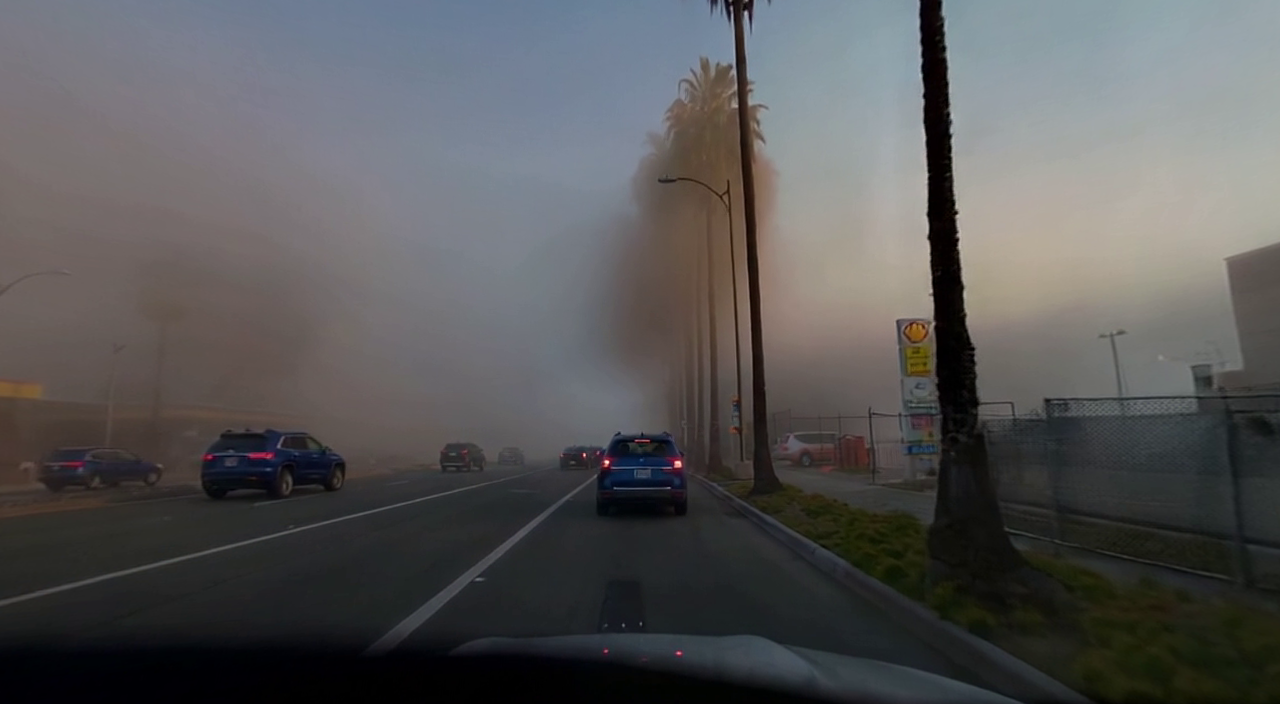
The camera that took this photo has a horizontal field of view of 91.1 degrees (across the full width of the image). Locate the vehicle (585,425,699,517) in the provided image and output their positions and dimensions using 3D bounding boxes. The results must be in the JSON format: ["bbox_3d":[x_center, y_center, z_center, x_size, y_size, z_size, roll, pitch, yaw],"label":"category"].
[{"bbox_3d":[0.067,2.533,13.791,2.121,1.710,3.893,0,-9,1],"label":"vehicle"}]

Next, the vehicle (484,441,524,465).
[{"bbox_3d":[-10.471,7.808,48.768,1.998,1.731,4.952,0,-8,0],"label":"vehicle"}]

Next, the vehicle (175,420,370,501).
[{"bbox_3d":[-10.016,3.011,17.852,2.269,1.934,5.350,0,-9,0],"label":"vehicle"}]

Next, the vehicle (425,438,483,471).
[{"bbox_3d":[-10.588,5.851,36.055,1.965,1.743,4.327,0,-8,1],"label":"vehicle"}]

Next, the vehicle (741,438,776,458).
[{"bbox_3d":[9.130,7.441,48.779,1.929,1.496,4.245,0,-9,0],"label":"vehicle"}]

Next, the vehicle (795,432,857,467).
[{"bbox_3d":[8.221,4.273,27.575,1.837,1.416,3.947,-4,-10,27],"label":"vehicle"}]

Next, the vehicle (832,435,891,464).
[{"bbox_3d":[12.036,5.315,34.321,1.681,1.503,3.781,1,-9,-3],"label":"vehicle"}]

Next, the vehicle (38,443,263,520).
[{"bbox_3d":[-10.032,2.639,13.265,1.924,1.384,3.426,0,-8,0],"label":"vehicle"}]
